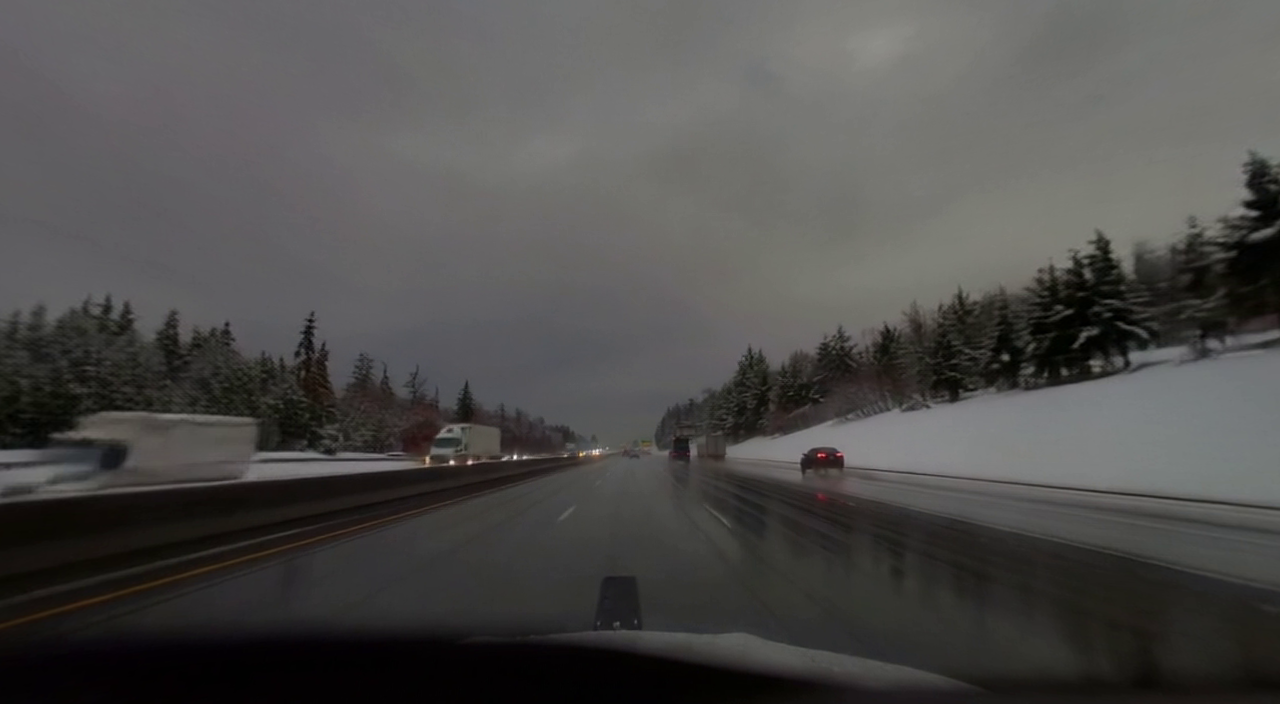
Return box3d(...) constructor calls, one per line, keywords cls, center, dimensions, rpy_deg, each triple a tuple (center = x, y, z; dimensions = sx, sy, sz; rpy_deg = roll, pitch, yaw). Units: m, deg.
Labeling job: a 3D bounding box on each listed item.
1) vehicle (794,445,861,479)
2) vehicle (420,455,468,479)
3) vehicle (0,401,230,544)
box3d(cls="vehicle", center=(9.646, 5.677, 32.773), dimensions=(1.950, 1.632, 4.845), rpy_deg=(0, -9, -1))
box3d(cls="vehicle", center=(-13.626, 7.972, 43.834), dimensions=(2.084, 1.517, 3.896), rpy_deg=(0, -9, 0))
box3d(cls="vehicle", center=(-13.211, 2.711, 14.707), dimensions=(2.487, 2.645, 6.936), rpy_deg=(0, -9, 0))
